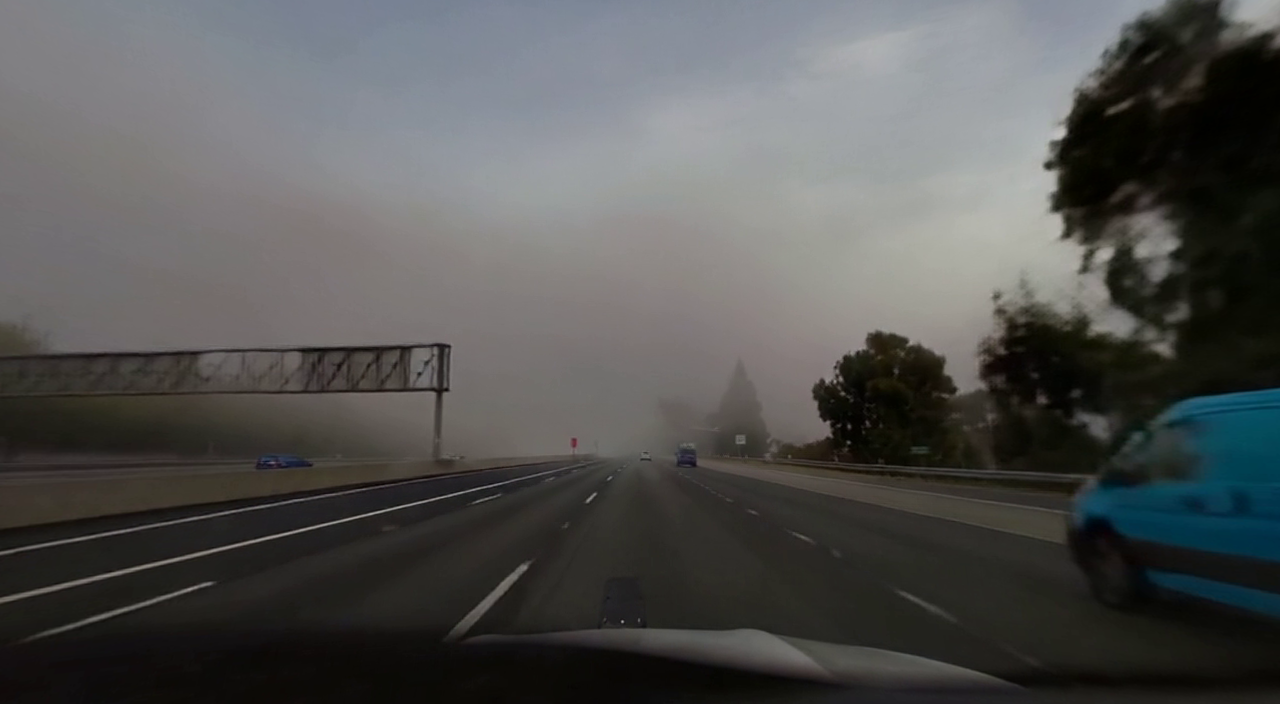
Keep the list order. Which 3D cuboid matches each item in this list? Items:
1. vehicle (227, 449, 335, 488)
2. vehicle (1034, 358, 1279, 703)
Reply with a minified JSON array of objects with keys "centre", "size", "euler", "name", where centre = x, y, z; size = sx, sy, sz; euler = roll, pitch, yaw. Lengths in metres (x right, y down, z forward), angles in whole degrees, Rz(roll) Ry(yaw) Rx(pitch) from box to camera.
[{"centre":[-15.302,4.978,27.225],"size":[1.903,1.486,4.666],"euler":[0,-9,1],"name":"vehicle"},{"centre":[4.351,0.892,3.008],"size":[1.971,1.795,4.389],"euler":[0,-9,-2],"name":"vehicle"}]
